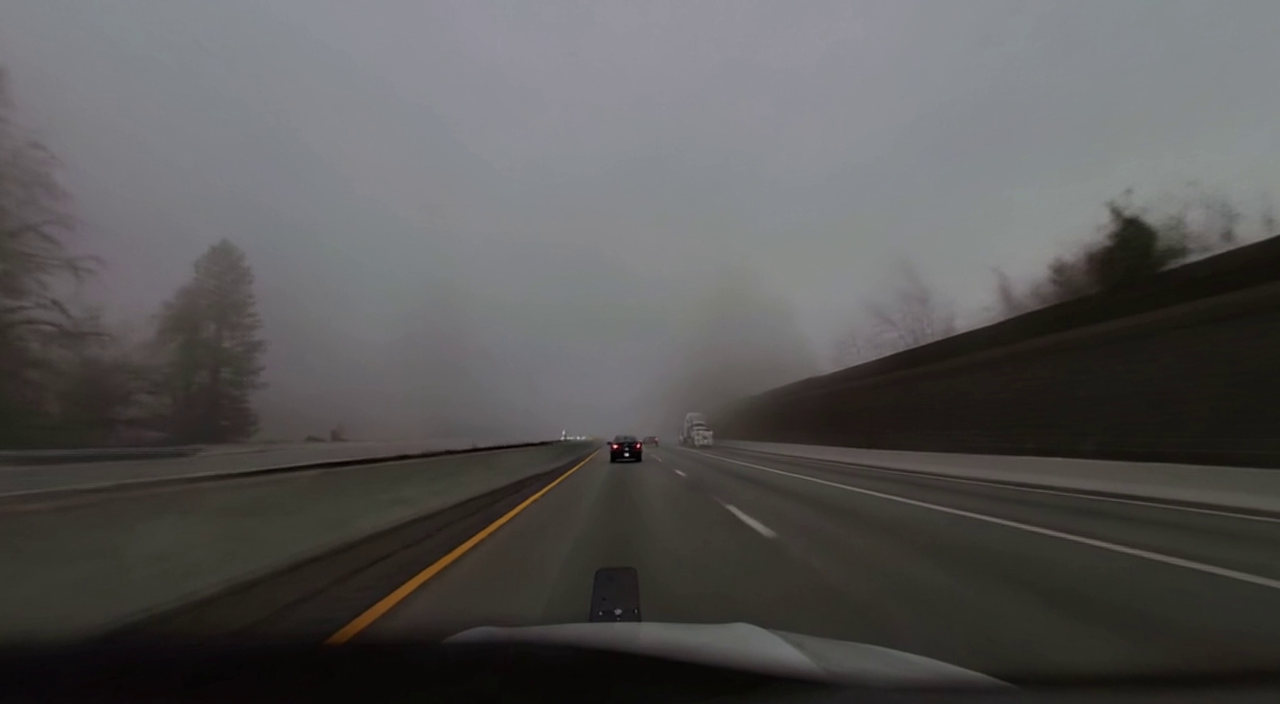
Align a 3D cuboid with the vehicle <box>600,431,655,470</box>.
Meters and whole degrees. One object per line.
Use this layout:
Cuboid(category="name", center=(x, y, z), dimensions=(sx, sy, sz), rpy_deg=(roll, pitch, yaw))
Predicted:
Cuboid(category="vehicle", center=(-0.551, 4.126, 26.613), dimensions=(2.119, 1.480, 4.000), rpy_deg=(0, -8, -2))
